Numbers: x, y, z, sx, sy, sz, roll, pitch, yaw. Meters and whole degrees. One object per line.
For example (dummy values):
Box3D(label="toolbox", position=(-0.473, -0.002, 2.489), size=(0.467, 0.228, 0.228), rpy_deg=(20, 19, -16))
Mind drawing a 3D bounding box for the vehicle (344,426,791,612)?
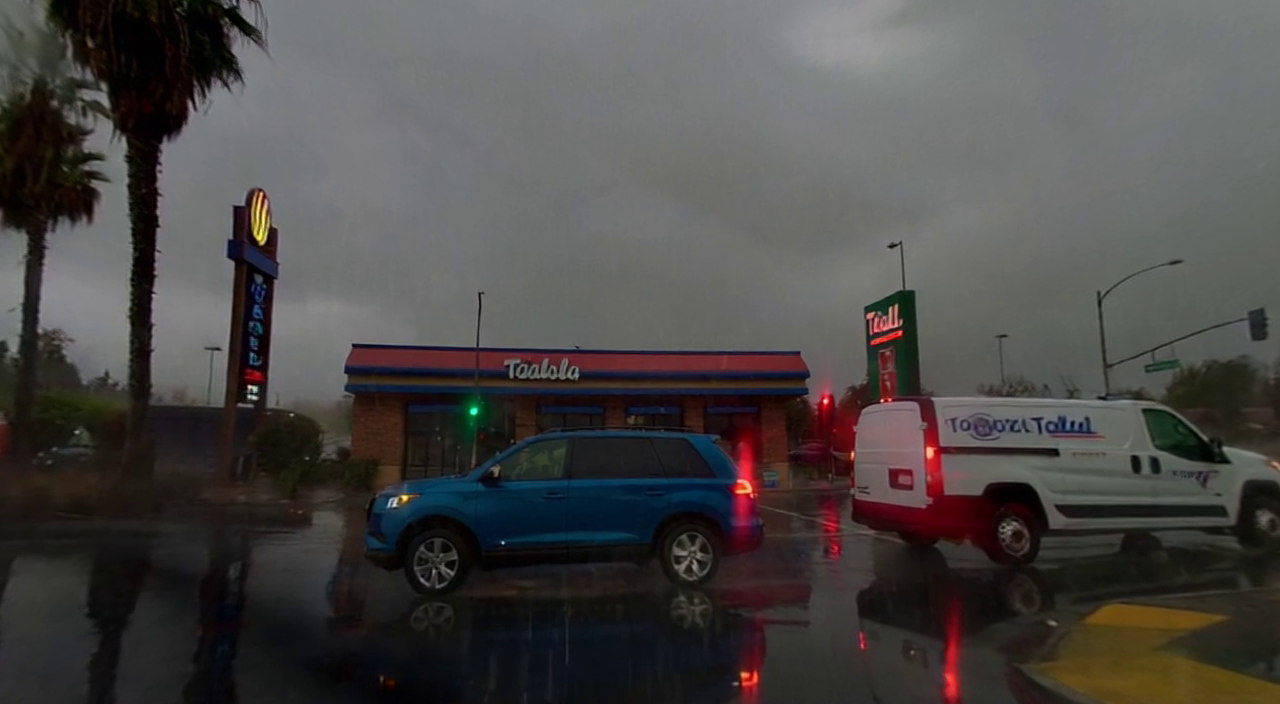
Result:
Box3D(label="vehicle", position=(-0.792, 1.799, 7.538), size=(4.493, 1.728, 2.137), rpy_deg=(1, -9, -11))

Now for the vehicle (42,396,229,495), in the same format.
Box3D(label="vehicle", position=(-22.789, 4.337, 29.344), size=(3.034, 3.929, 7.699), rpy_deg=(1, -9, -8))

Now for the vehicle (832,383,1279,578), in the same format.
Box3D(label="vehicle", position=(6.229, 1.680, 8.943), size=(6.246, 2.202, 2.277), rpy_deg=(1, -9, -10))
